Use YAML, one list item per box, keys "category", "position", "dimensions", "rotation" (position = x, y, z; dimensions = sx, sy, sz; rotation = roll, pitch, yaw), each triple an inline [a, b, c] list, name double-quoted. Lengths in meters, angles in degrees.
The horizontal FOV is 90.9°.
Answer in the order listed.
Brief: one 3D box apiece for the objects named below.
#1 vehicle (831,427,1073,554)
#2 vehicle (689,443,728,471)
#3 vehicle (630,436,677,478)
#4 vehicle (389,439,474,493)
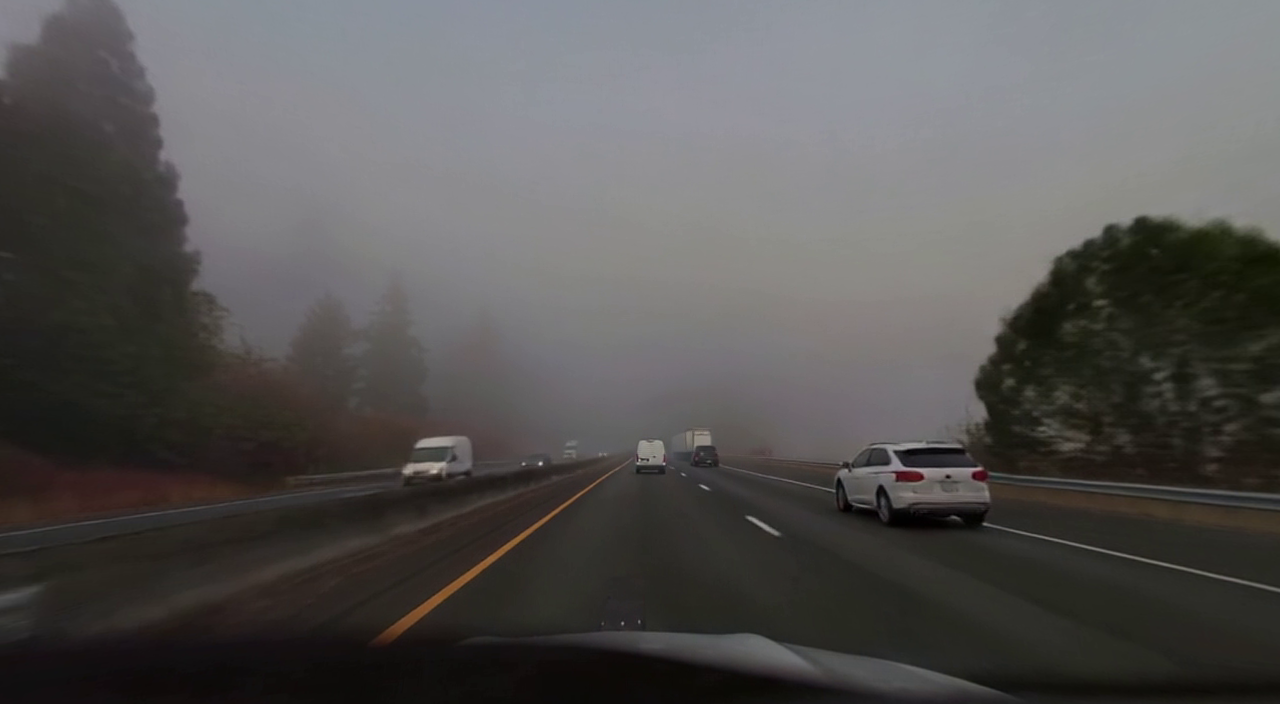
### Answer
- category: "vehicle"
  position: [4.436, 1.998, 9.675]
  dimensions: [1.868, 1.566, 3.509]
  rotation: [0, -9, 0]
- category: "vehicle"
  position: [4.347, 6.784, 40.723]
  dimensions: [1.961, 1.689, 3.971]
  rotation: [0, -9, -1]
- category: "vehicle"
  position: [0.648, 5.203, 31.280]
  dimensions: [2.143, 1.925, 4.101]
  rotation: [0, -9, 0]
- category: "vehicle"
  position: [-8.349, 4.600, 25.707]
  dimensions: [1.951, 1.990, 4.308]
  rotation: [0, -9, 0]
